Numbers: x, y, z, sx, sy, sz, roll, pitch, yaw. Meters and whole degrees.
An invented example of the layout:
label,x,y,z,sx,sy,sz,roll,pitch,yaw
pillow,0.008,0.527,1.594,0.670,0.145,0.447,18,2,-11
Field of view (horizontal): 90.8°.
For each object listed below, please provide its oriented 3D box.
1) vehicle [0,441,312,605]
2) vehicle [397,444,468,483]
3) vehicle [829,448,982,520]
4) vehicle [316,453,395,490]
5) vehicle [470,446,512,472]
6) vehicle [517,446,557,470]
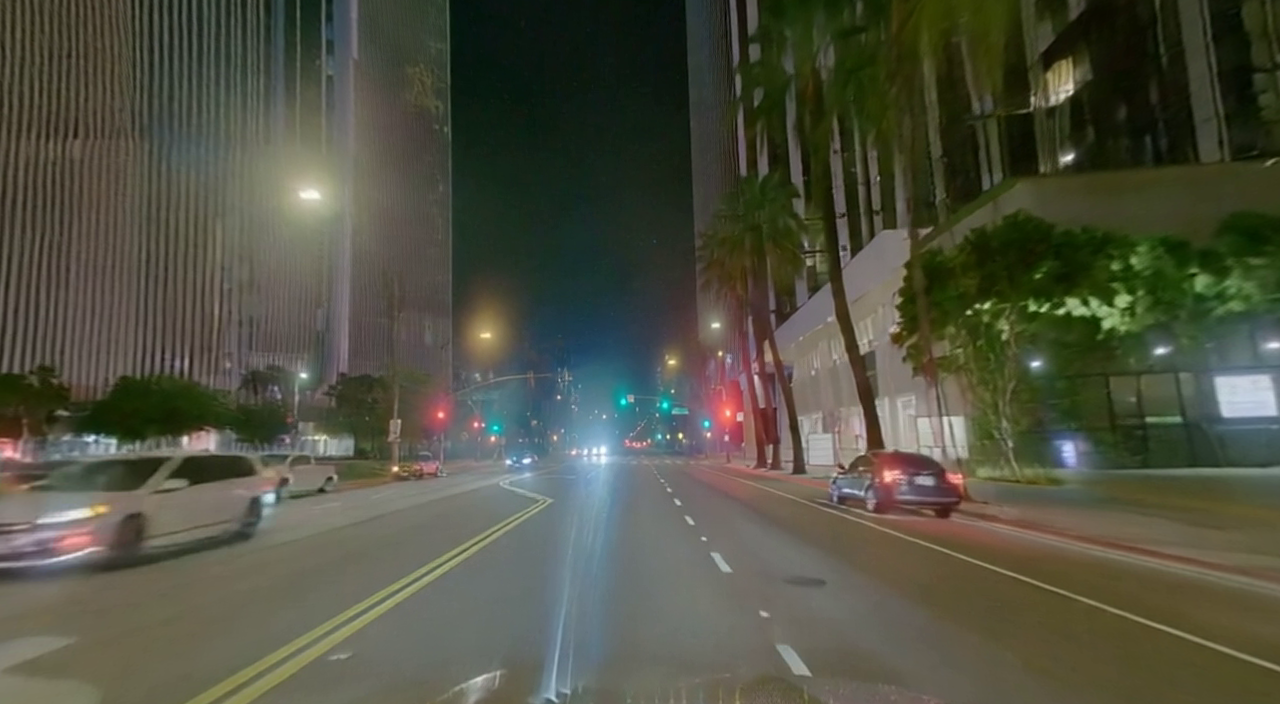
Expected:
label,x,y,z,sx,sy,sz,roll,pitch,yaw
vehicle,-6.479,1.927,8.175,2.069,1.512,4.406,0,-8,0
vehicle,-9.844,5.287,30.319,1.940,1.726,4.395,0,-8,0
vehicle,5.692,2.834,14.084,1.784,1.350,3.677,0,-8,0
vehicle,-13.337,5.587,29.867,1.855,1.546,4.095,0,-8,-1
vehicle,-10.352,7.457,44.285,1.923,1.662,4.318,0,-8,-1
vehicle,-6.785,7.024,42.032,1.868,1.467,4.267,0,-8,1
